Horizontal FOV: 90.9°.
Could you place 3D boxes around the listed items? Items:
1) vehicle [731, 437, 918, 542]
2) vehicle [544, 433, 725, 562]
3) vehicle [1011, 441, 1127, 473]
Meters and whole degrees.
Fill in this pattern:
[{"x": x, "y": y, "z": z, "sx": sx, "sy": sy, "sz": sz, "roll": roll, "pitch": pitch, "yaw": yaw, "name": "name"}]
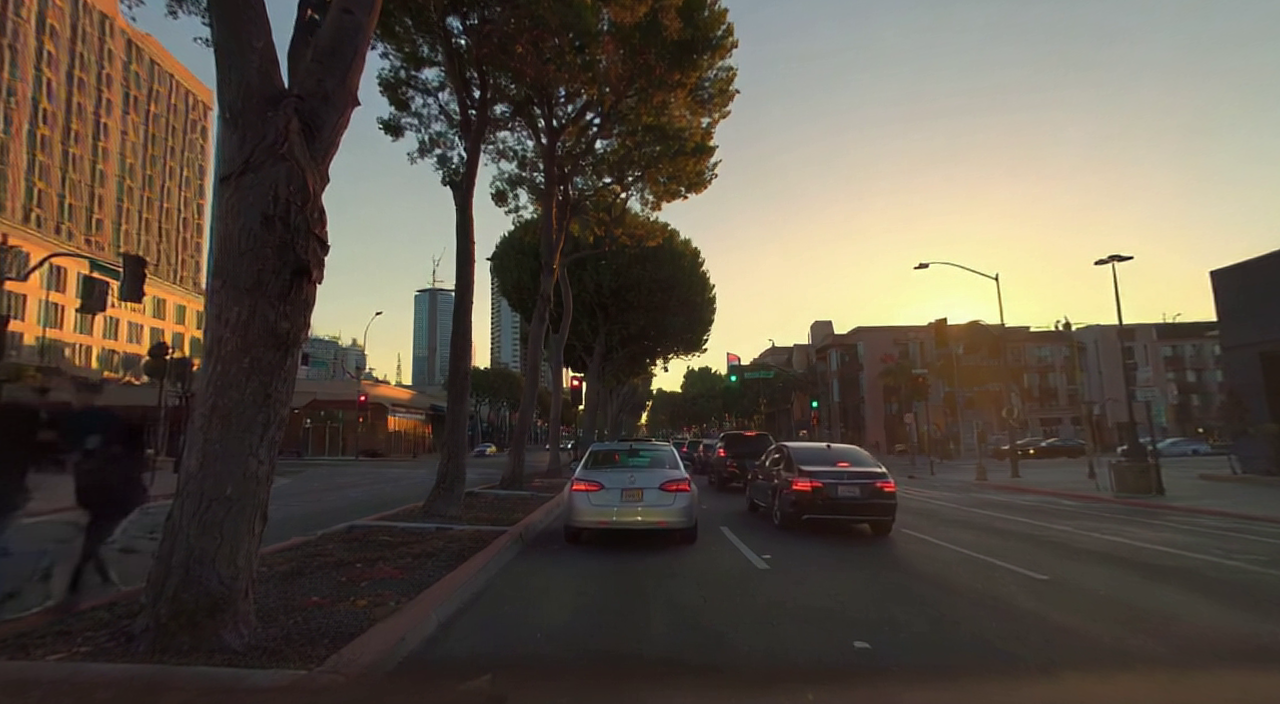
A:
[{"x": 2.904, "y": 2.248, "z": 11.031, "sx": 1.893, "sy": 1.446, "sz": 4.270, "roll": 0, "pitch": -8, "yaw": -1, "name": "vehicle"}, {"x": -0.104, "y": 1.982, "z": 9.389, "sx": 2.087, "sy": 1.456, "sz": 4.143, "roll": 0, "pitch": -8, "yaw": -1, "name": "vehicle"}, {"x": 22.596, "y": 5.541, "z": 33.340, "sx": 4.610, "sy": 1.622, "sz": 1.934, "roll": -1, "pitch": -8, "yaw": 4, "name": "vehicle"}]
